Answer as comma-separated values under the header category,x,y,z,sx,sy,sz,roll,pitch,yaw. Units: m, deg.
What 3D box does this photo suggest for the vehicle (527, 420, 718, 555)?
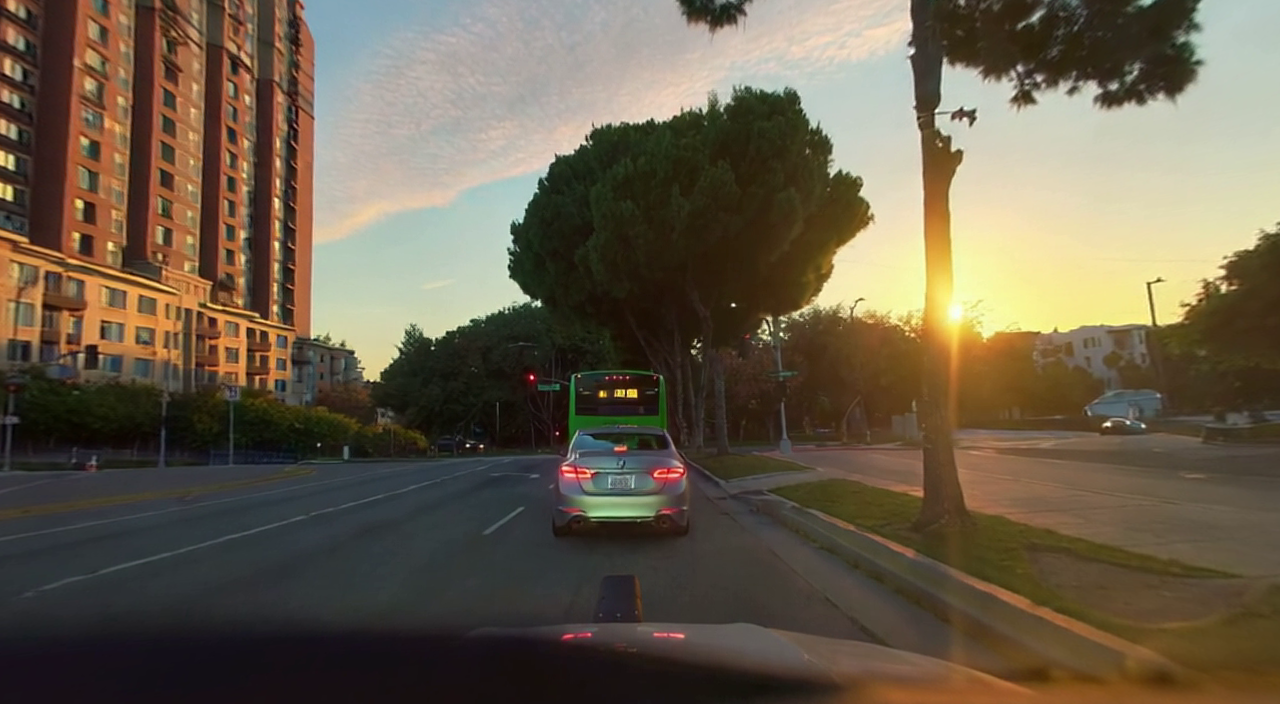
category,x,y,z,sx,sy,sz,roll,pitch,yaw
vehicle,-0.232,1.734,8.856,2.064,1.452,3.942,0,-8,-1
